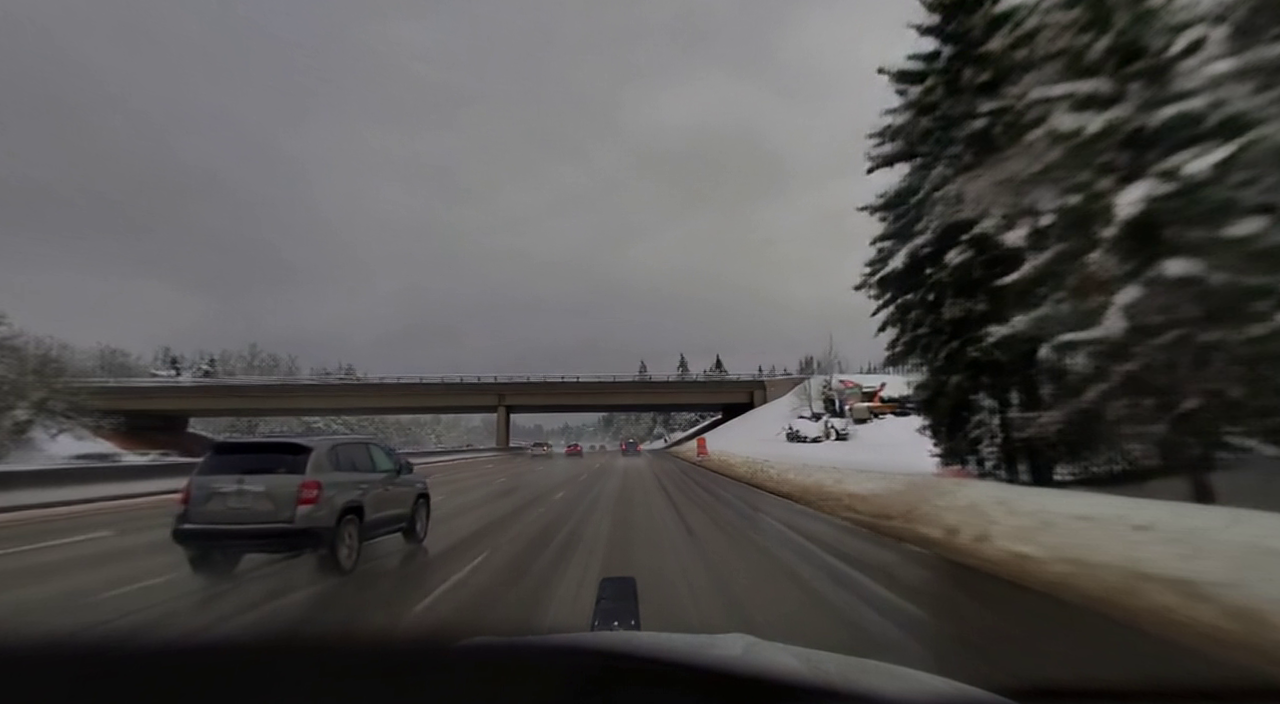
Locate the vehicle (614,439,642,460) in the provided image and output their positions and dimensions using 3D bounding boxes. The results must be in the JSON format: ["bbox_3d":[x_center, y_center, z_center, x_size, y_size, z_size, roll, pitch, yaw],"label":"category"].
[{"bbox_3d":[-0.916,7.296,47.242,2.051,1.459,4.092,0,-8,-1],"label":"vehicle"}]

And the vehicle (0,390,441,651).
[{"bbox_3d":[-3.625,1.383,6.193,2.024,1.655,4.192,0,-8,-1],"label":"vehicle"}]
